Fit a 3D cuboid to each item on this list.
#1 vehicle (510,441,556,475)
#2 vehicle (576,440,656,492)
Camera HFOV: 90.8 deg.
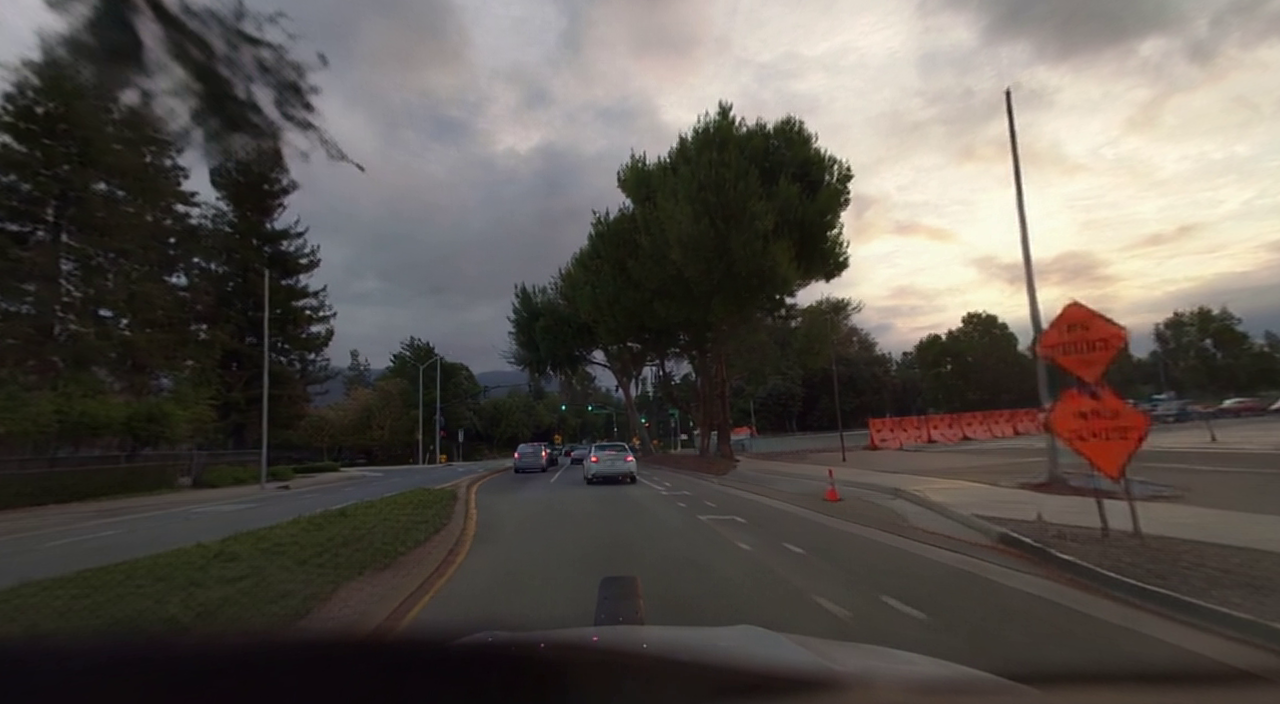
[{"bbox_3d":[-5.672,5.664,34.045,2.077,1.665,4.206,1,-9,-5],"label":"vehicle"},{"bbox_3d":[-0.943,3.734,21.121,2.266,1.508,4.430,1,-9,-7],"label":"vehicle"}]
